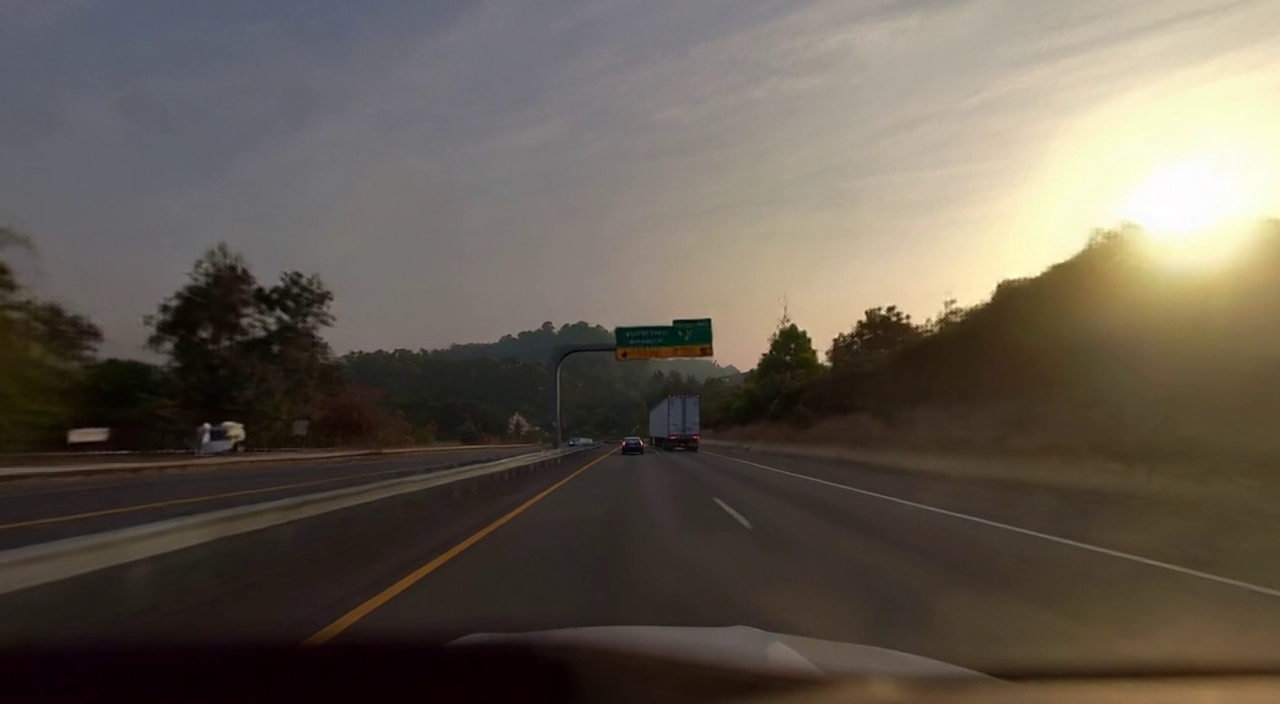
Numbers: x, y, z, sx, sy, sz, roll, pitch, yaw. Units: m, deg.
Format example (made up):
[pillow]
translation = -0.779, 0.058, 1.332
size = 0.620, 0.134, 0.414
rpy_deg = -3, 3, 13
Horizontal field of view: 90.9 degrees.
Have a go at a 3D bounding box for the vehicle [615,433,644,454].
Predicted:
[vehicle]
translation = -0.807, 6.879, 47.513
size = 2.095, 1.557, 3.963
rpy_deg = 0, -8, -1
